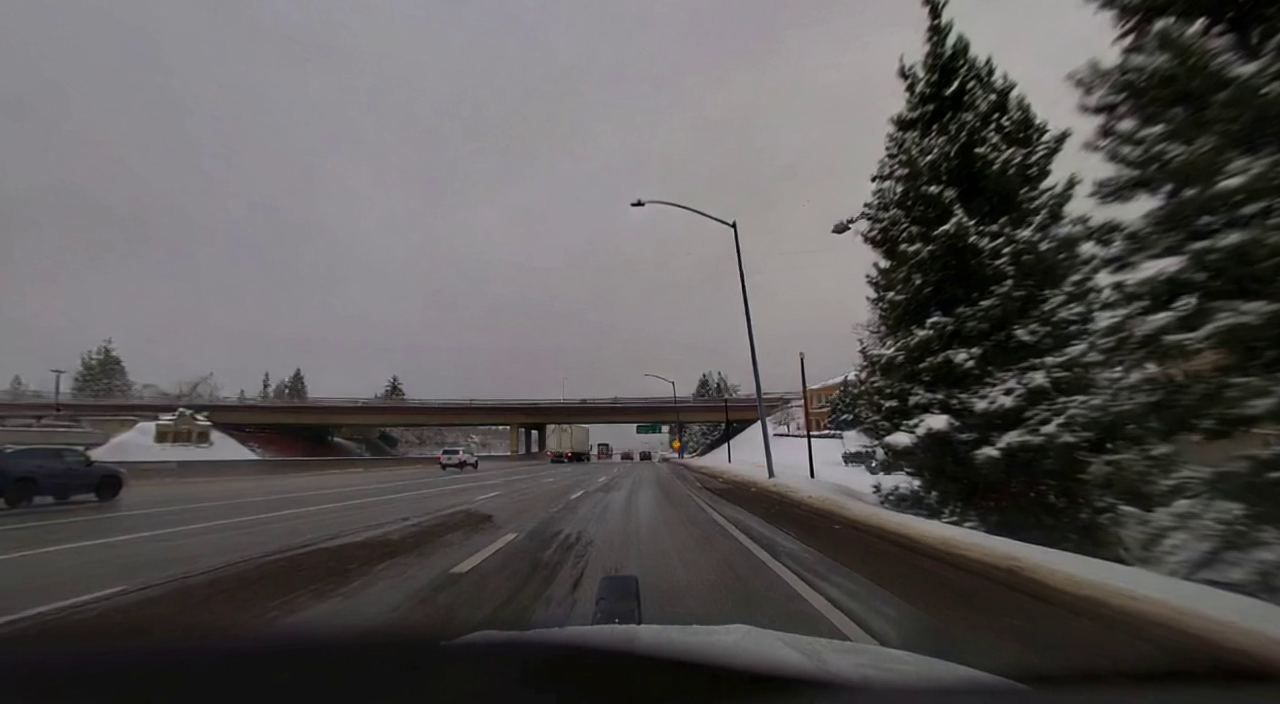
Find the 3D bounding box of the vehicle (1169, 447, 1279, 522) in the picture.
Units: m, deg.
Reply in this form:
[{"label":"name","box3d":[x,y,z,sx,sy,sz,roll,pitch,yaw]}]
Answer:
[{"label":"vehicle","box3d":[22.637,4.416,21.369,6.961,2.343,2.575,0,-9,1]}]

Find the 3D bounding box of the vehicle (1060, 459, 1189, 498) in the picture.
[{"label":"vehicle","box3d":[22.936,5.998,30.055,4.487,1.718,1.883,0,-9,2]}]
